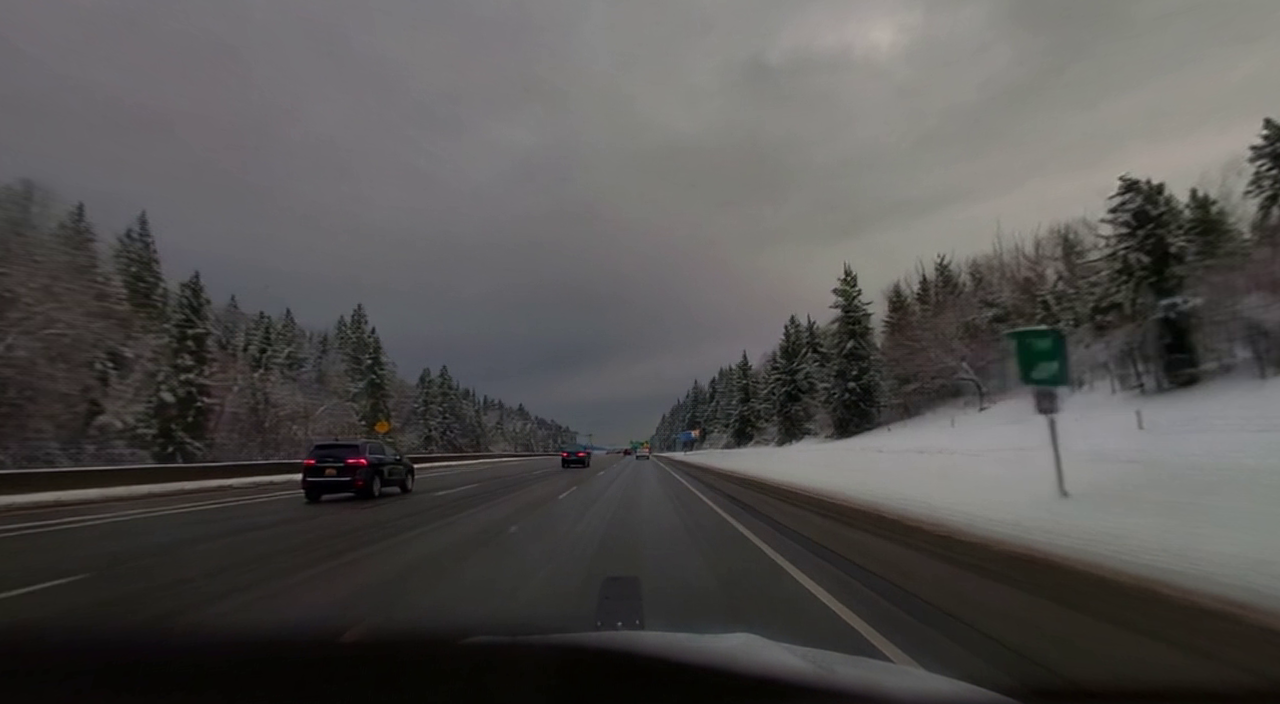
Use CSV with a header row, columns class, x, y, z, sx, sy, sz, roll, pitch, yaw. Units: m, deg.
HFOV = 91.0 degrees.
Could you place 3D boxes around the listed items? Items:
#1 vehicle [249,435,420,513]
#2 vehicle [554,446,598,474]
class,x,y,z,sx,sy,sz,roll,pitch,yaw
vehicle,-7.179,2.893,15.375,2.007,1.616,4.141,0,-9,1
vehicle,-3.794,6.537,38.338,2.104,1.558,4.639,0,-9,1
